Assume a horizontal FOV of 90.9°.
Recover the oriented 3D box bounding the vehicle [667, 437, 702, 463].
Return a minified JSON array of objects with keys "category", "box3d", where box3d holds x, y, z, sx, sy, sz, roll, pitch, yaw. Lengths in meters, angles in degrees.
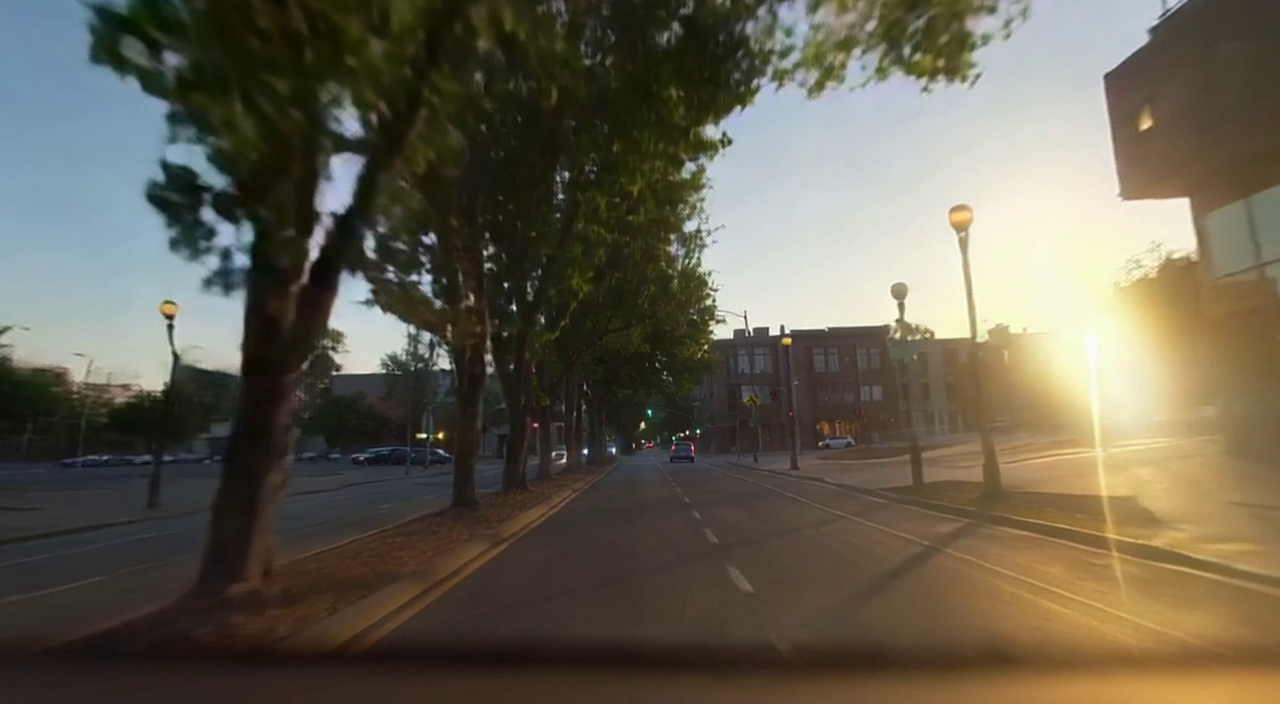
[{"category":"vehicle","box3d":[3.009,6.755,43.516,2.129,1.719,4.205,0,-8,0]}]
